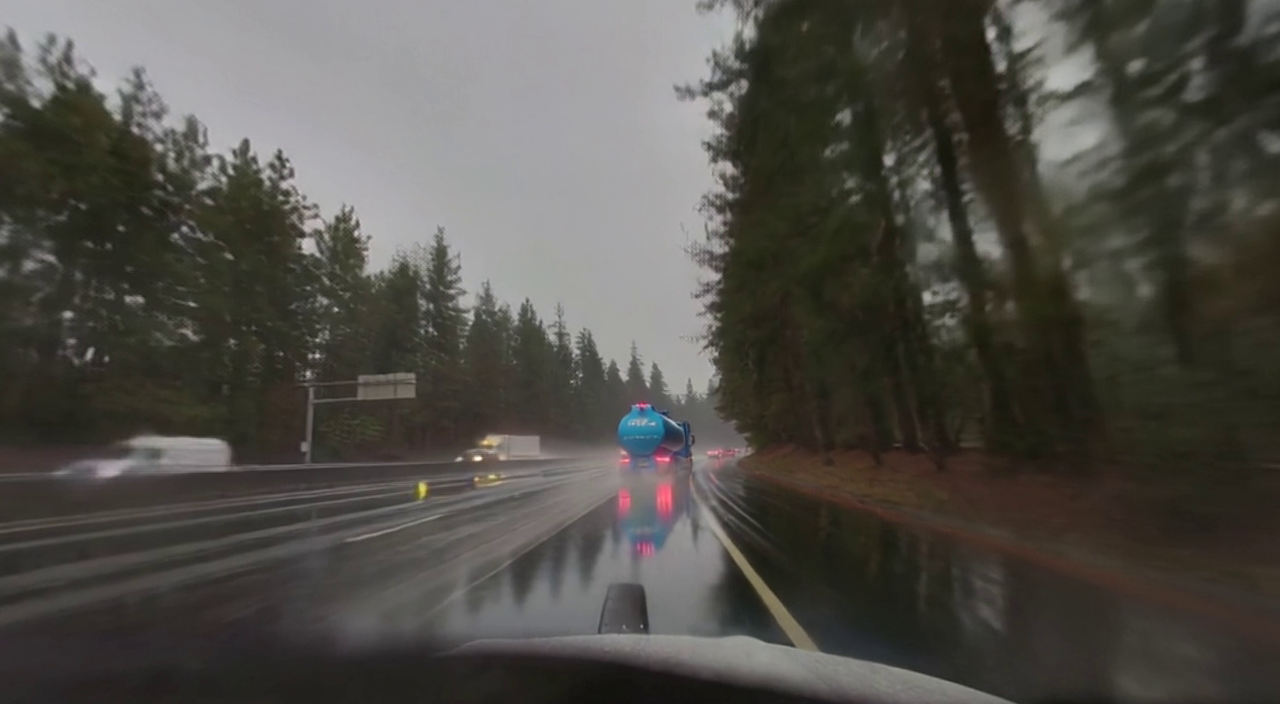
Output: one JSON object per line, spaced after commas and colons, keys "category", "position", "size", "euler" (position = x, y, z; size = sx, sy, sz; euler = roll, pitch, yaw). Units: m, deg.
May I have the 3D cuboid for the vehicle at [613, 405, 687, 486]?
{"category": "vehicle", "position": [0.917, 5.293, 35.941], "size": [2.907, 3.747, 13.318], "euler": [-1, -8, 6]}

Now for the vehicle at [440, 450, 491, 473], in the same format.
{"category": "vehicle", "position": [-12.522, 7.886, 45.540], "size": [1.877, 1.487, 4.396], "euler": [-2, -8, 8]}
